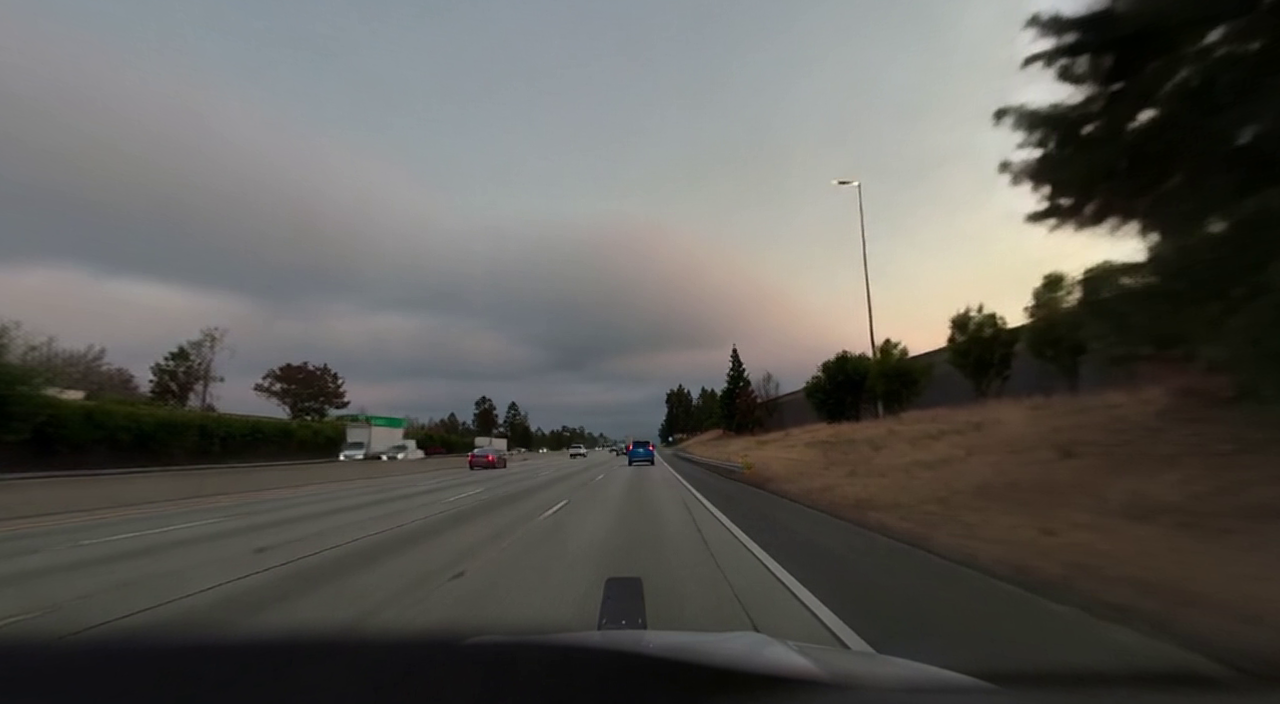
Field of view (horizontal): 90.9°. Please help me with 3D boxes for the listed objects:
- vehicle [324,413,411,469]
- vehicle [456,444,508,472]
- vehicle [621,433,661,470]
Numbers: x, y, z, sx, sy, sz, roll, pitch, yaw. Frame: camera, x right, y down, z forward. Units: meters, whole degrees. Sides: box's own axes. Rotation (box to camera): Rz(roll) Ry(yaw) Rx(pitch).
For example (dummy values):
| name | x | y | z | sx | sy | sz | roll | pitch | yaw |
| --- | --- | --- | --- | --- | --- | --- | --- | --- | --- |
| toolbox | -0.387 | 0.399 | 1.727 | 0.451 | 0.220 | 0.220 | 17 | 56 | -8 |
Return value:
| name | x | y | z | sx | sy | sz | roll | pitch | yaw |
| --- | --- | --- | --- | --- | --- | --- | --- | --- | --- |
| vehicle | -14.128 | 4.700 | 33.059 | 2.499 | 2.625 | 4.804 | -1 | -9 | -2 |
| vehicle | -10.182 | 6.847 | 41.034 | 2.037 | 1.661 | 4.885 | 0 | -8 | 1 |
| vehicle | 0.071 | 6.169 | 39.348 | 2.318 | 2.145 | 4.561 | 0 | -8 | 0 |
